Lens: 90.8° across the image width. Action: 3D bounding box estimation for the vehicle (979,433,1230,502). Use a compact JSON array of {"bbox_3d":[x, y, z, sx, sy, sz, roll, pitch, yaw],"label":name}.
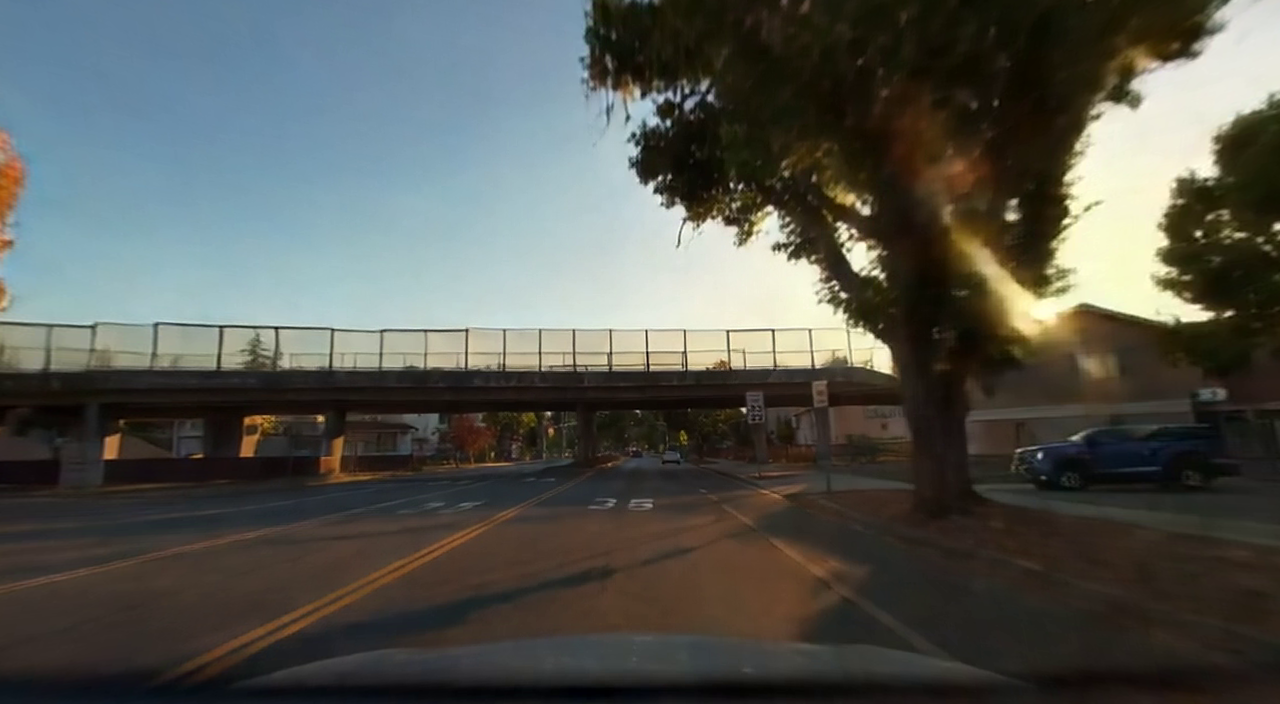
[{"bbox_3d":[11.354,2.820,15.859,1.809,1.432,4.629,5,-10,-31],"label":"vehicle"}]
